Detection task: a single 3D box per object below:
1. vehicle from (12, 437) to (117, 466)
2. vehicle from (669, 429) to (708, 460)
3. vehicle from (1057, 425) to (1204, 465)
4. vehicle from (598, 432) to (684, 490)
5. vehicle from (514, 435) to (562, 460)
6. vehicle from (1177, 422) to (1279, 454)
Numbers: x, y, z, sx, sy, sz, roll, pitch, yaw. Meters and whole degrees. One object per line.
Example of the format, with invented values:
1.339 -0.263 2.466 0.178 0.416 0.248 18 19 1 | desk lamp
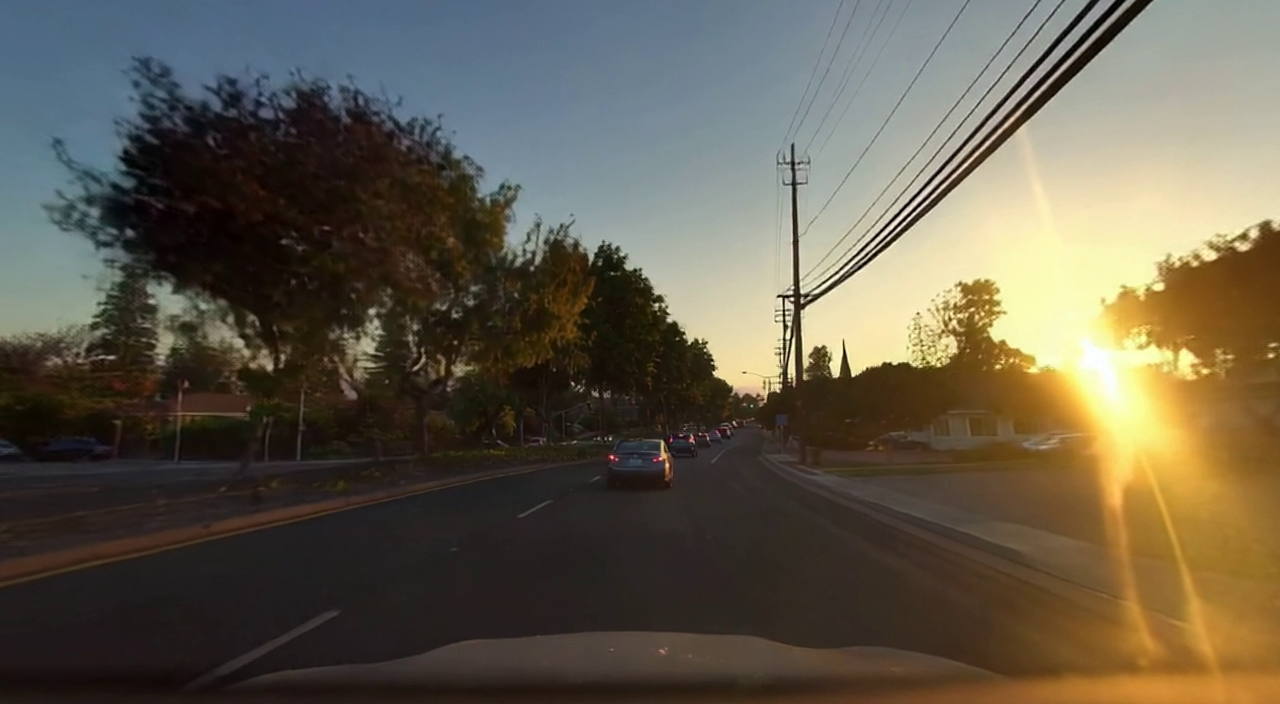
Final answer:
-36.954 6.391 40.688 1.866 1.739 4.941 -1 -8 5 | vehicle
3.266 6.134 41.754 2.158 1.939 4.935 -2 -9 9 | vehicle
21.332 4.092 27.609 4.674 1.500 1.889 1 -9 8 | vehicle
0.157 3.109 18.276 2.117 1.474 4.036 -1 -8 5 | vehicle
-6.543 6.194 40.855 1.983 1.485 4.159 -1 -8 6 | vehicle
33.506 4.788 35.330 4.689 1.603 1.929 -3 -7 11 | vehicle
